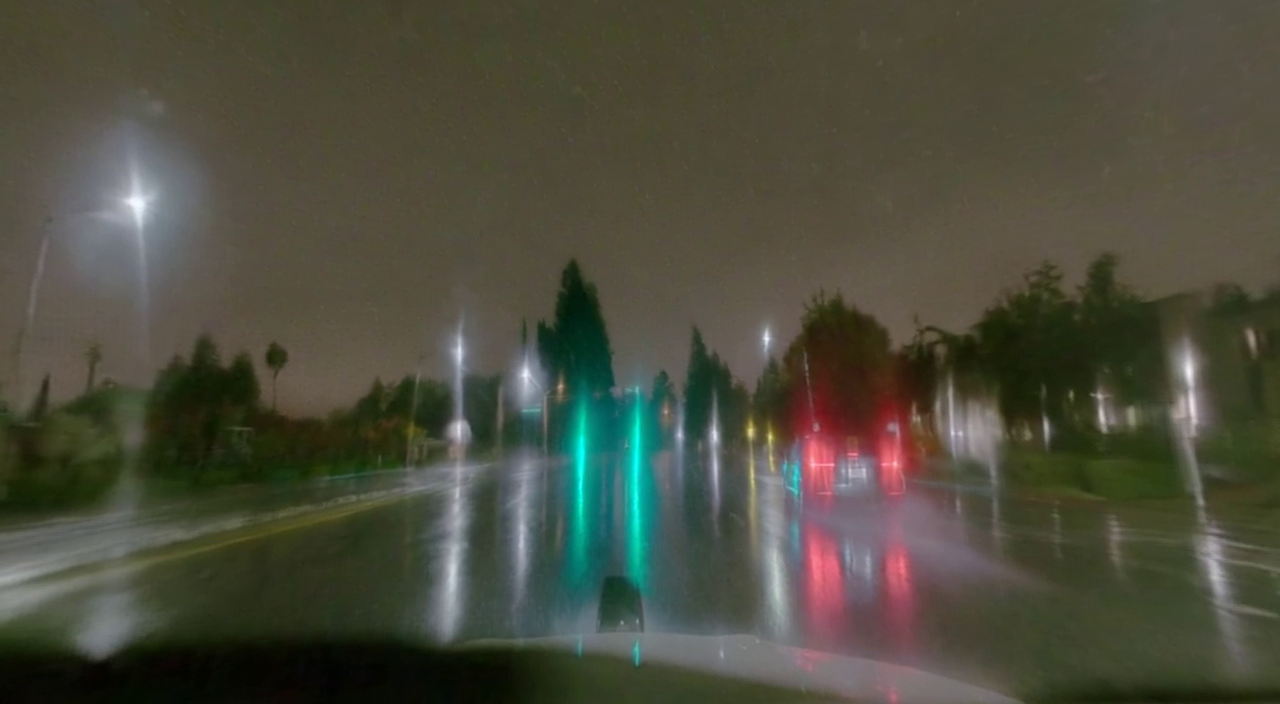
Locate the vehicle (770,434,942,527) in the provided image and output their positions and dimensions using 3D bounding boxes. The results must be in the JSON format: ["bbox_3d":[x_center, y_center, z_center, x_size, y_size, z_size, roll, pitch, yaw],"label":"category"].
[{"bbox_3d":[3.860,2.350,12.120,1.852,1.453,4.083,0,-9,0],"label":"vehicle"}]
